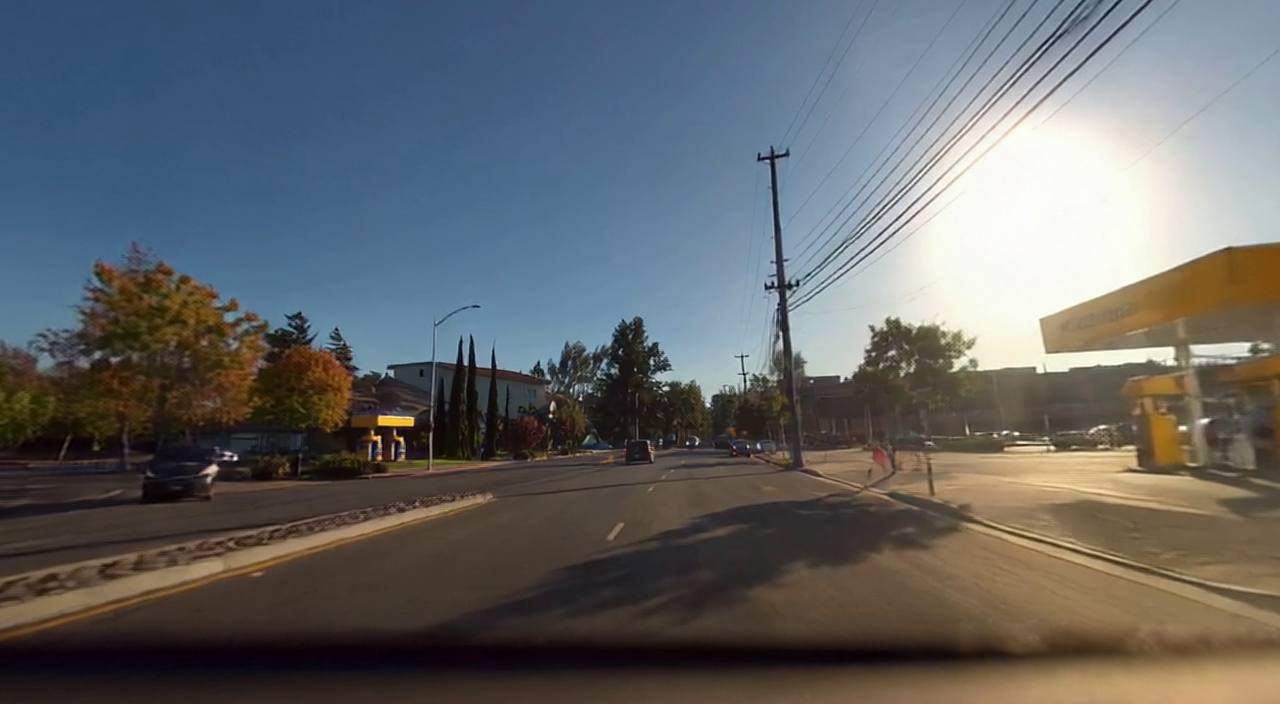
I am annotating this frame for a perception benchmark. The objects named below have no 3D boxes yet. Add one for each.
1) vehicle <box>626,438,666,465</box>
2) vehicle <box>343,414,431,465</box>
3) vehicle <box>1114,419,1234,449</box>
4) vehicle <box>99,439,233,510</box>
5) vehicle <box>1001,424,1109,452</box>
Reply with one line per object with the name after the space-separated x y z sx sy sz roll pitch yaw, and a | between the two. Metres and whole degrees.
0.441 6.015 38.227 2.073 1.525 3.968 -1 -8 6 | vehicle
-18.928 6.634 47.789 2.923 3.546 7.640 -1 -8 5 | vehicle
28.961 4.506 34.413 1.901 1.509 4.610 2 -9 -16 | vehicle
-16.525 4.128 21.894 5.575 2.142 1.996 -6 -10 36 | vehicle
23.171 4.864 35.445 1.908 1.474 4.885 2 -9 -17 | vehicle
